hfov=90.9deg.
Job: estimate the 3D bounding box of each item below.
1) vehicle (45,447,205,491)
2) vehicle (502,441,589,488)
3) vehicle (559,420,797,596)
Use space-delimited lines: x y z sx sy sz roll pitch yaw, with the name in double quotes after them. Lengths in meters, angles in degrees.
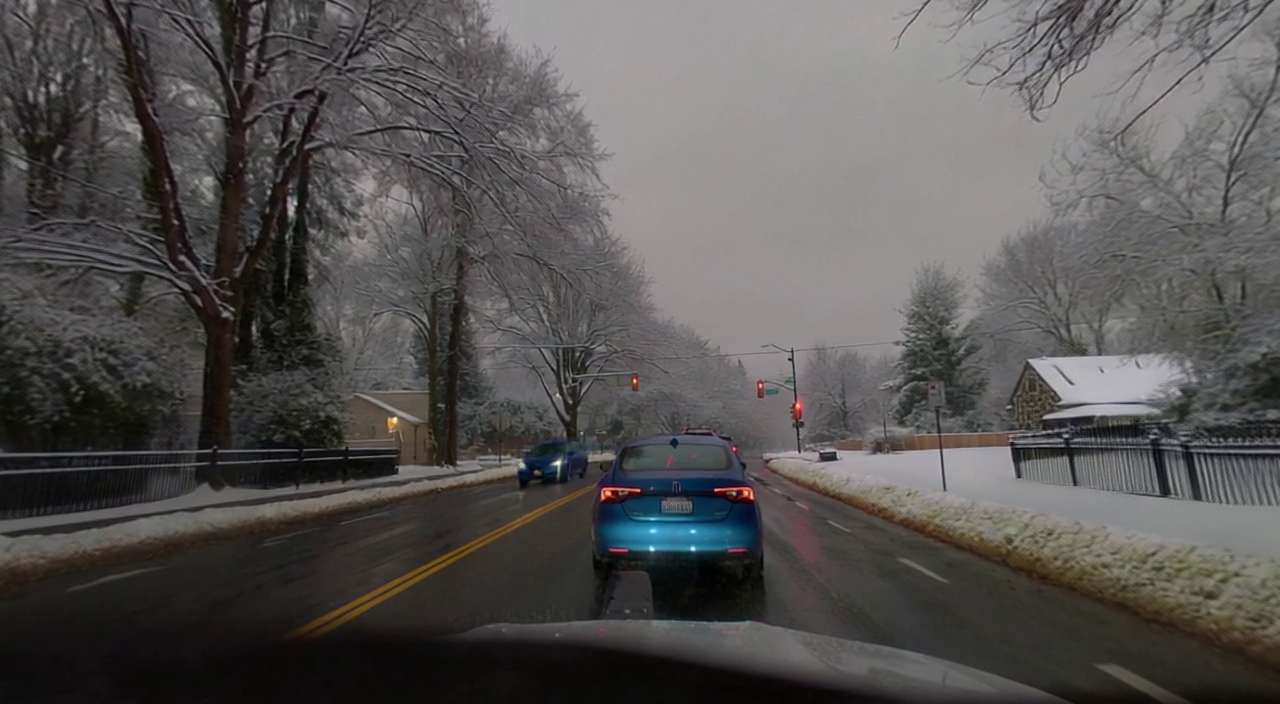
-18.115 4.100 22.269 4.069 1.445 2.063 -2 -9 8 "vehicle"
-3.259 3.992 22.802 1.956 1.488 4.560 -1 -8 7 "vehicle"
0.370 1.653 7.535 2.070 1.516 3.936 0 -8 1 "vehicle"
